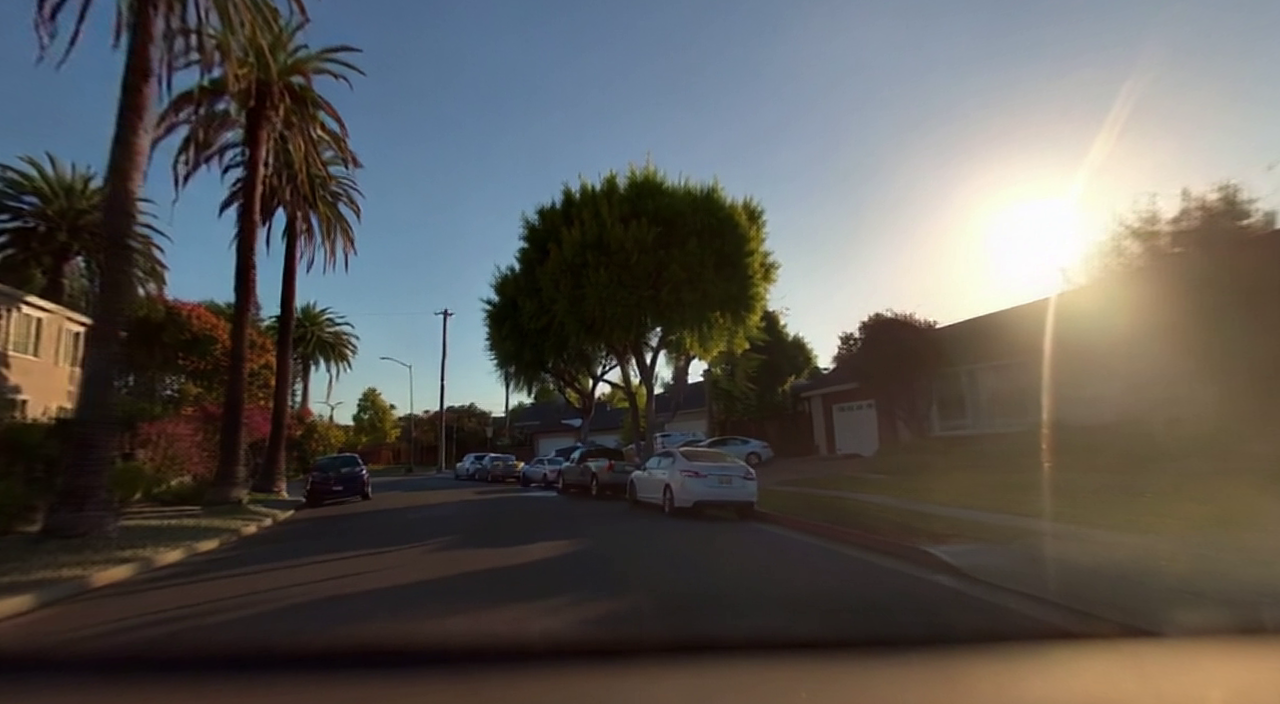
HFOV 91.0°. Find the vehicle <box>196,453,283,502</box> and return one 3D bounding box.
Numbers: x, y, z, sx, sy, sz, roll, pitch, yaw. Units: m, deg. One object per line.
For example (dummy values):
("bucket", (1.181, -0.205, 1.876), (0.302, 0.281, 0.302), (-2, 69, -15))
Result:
("vehicle", (-24.309, 7.607, 38.109), (5.628, 2.109, 2.395), (-14, -11, 34))

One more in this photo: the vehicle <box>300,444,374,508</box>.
("vehicle", (-10.783, 4.302, 22.204), (2.026, 1.816, 4.532), (-1, -8, -30))

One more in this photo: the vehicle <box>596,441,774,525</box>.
("vehicle", (0.725, 2.766, 14.140), (2.108, 1.503, 4.977), (3, -9, -20))

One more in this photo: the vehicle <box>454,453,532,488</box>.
("vehicle", (-7.248, 5.722, 30.749), (2.006, 1.484, 4.768), (6, -10, -35))

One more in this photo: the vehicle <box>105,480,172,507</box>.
("vehicle", (-35.451, 9.978, 44.486), (4.390, 1.559, 1.812), (-4, -9, 25))
